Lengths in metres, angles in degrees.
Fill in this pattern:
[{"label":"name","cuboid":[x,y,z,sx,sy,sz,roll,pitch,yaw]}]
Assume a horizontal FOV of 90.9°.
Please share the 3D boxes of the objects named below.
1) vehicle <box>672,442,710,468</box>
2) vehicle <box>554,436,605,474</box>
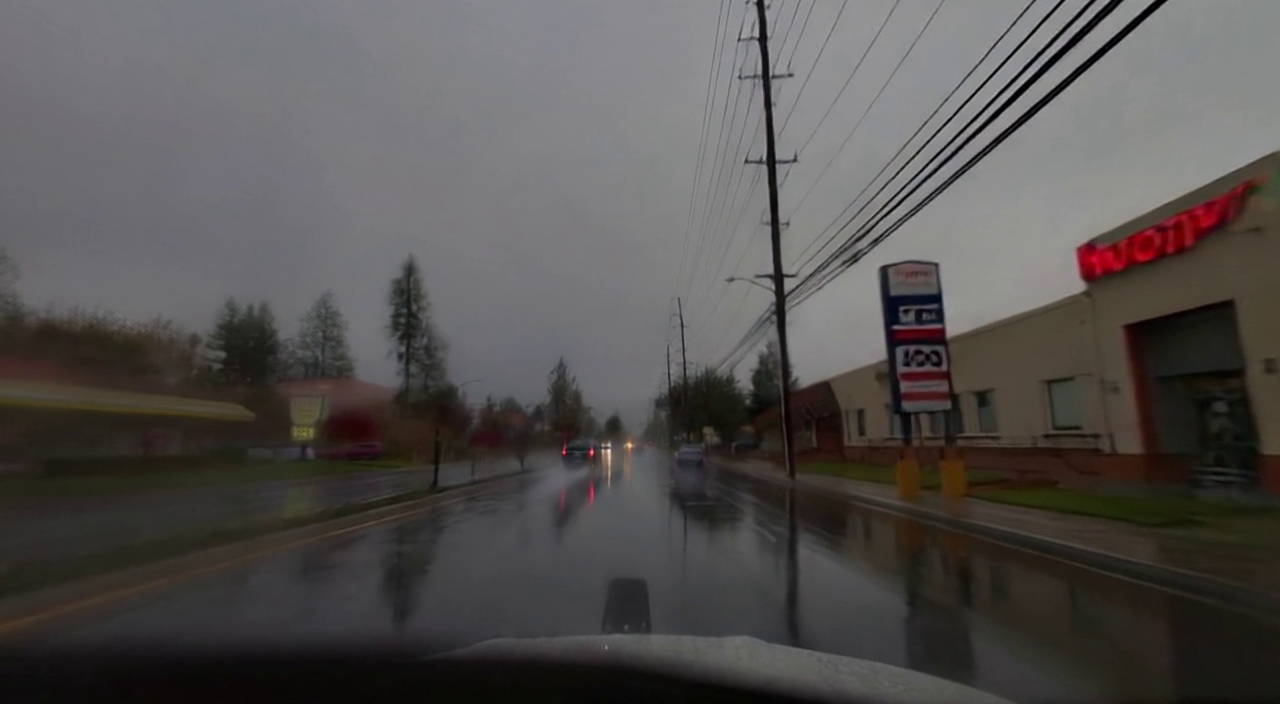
[{"label":"vehicle","cuboid":[2.972,6.096,37.511,1.978,1.455,4.195,0,-9,2]},{"label":"vehicle","cuboid":[-2.846,4.942,30.474,2.047,1.664,4.148,0,-9,0]}]
